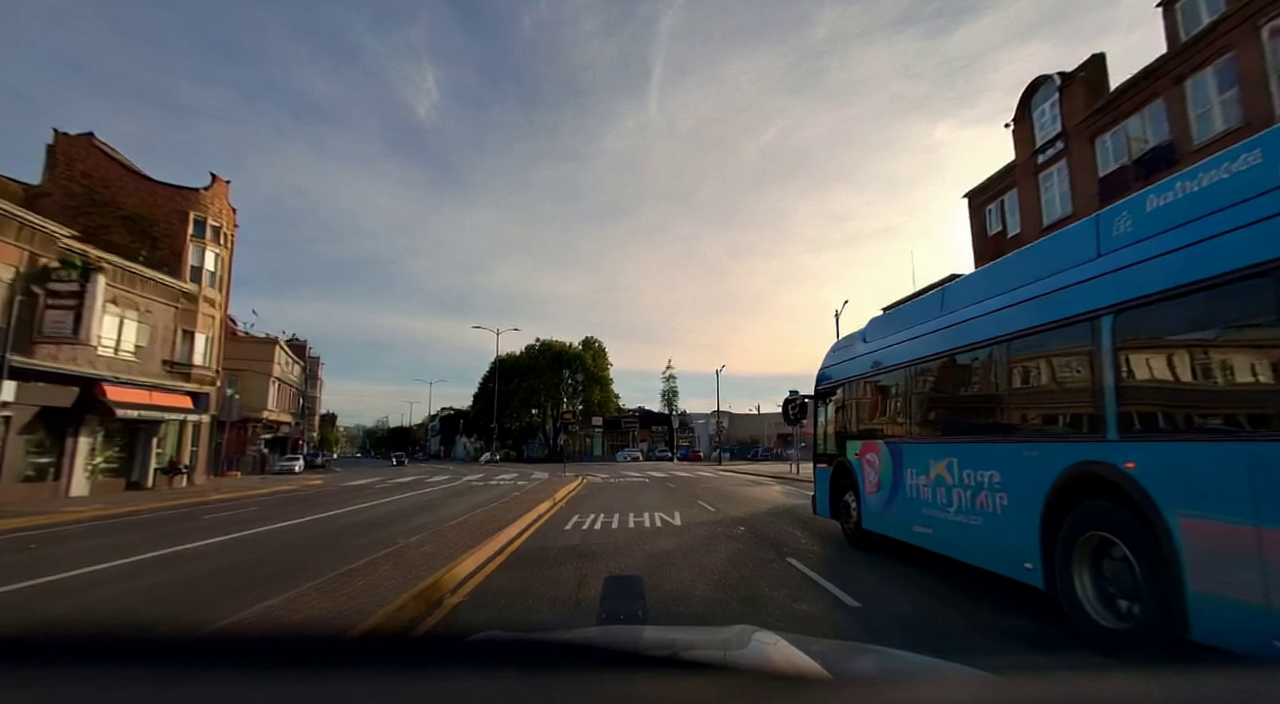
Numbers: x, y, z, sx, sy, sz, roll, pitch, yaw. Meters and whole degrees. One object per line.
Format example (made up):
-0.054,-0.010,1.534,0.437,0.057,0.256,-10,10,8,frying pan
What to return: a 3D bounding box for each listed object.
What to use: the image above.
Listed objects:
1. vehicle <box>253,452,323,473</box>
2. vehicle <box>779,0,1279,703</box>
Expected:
-27.622,8.680,49.620,4.384,1.500,1.864,7,-11,-41,vehicle
3.812,0.135,2.859,3.194,3.345,12.428,0,-8,-2,vehicle
